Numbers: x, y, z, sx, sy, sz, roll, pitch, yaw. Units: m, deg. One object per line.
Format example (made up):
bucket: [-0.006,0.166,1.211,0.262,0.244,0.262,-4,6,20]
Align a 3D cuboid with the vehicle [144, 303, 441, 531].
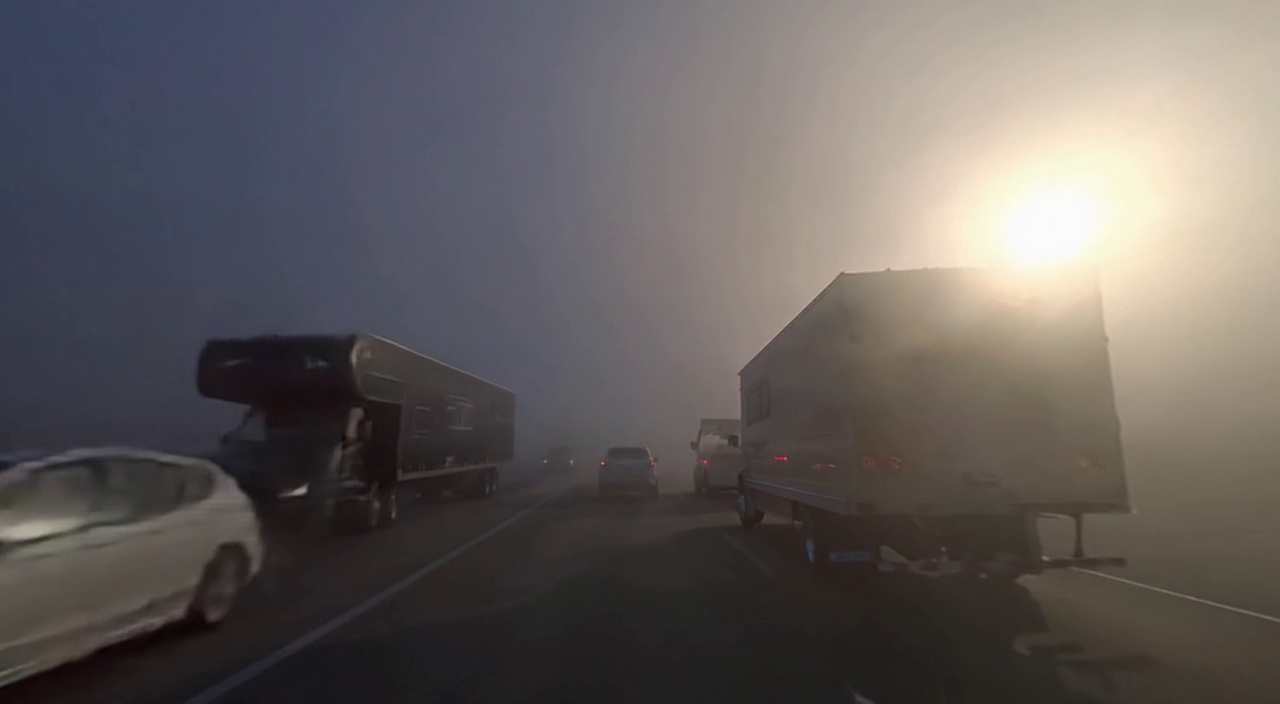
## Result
vehicle: [-6.942,1.539,13.963,3.008,3.987,5.871,0,-9,1]

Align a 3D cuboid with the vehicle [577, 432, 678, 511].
vehicle: [-0.296,2.929,15.878,2.201,1.719,4.058,0,-9,-1]

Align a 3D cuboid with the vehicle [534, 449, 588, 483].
vehicle: [-3.622,5.286,29.577,1.930,1.431,4.156,0,-9,1]

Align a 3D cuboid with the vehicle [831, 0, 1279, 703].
vehicle: [2.794,-0.314,1.113,2.934,3.963,5.832,0,-9,-1]

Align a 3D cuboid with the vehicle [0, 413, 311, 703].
vehicle: [-3.788,1.112,3.301,1.980,1.499,3.944,0,-9,0]
